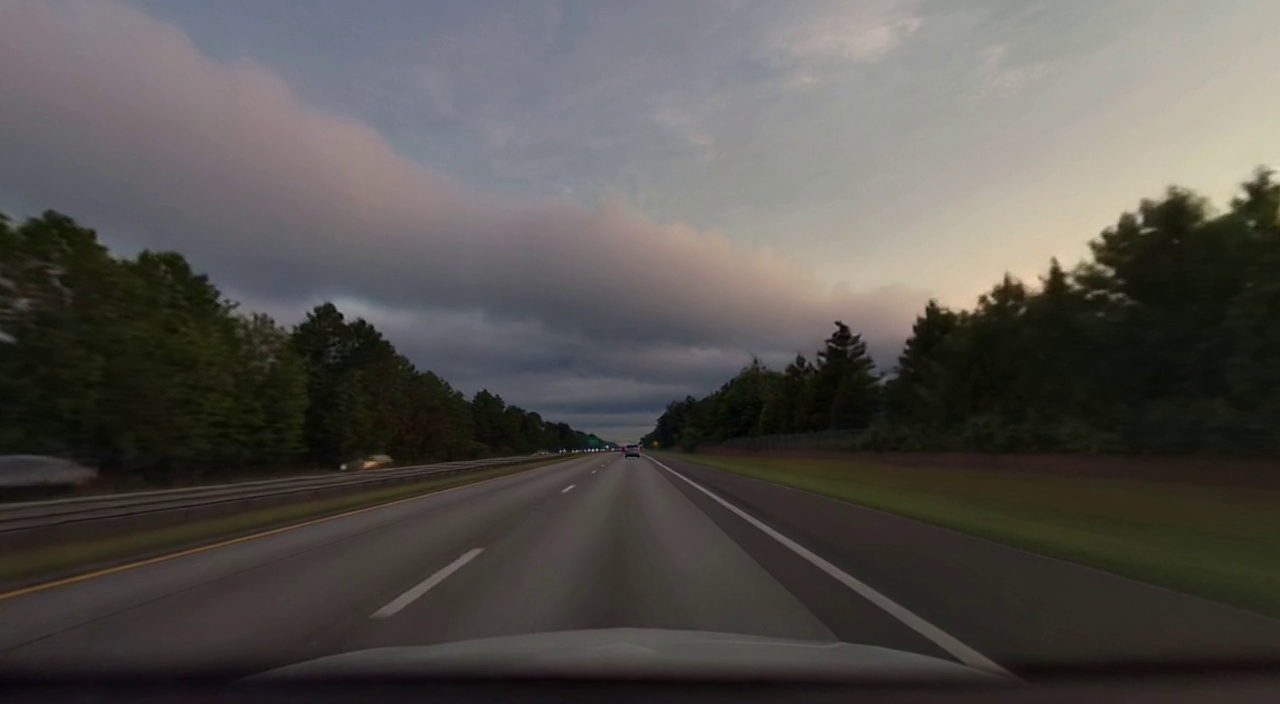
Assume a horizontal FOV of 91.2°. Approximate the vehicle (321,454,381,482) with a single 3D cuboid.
[{"bbox_3d":[-17.491,7.023,38.175,1.670,1.532,4.187,0,-9,-1],"label":"vehicle"}]
